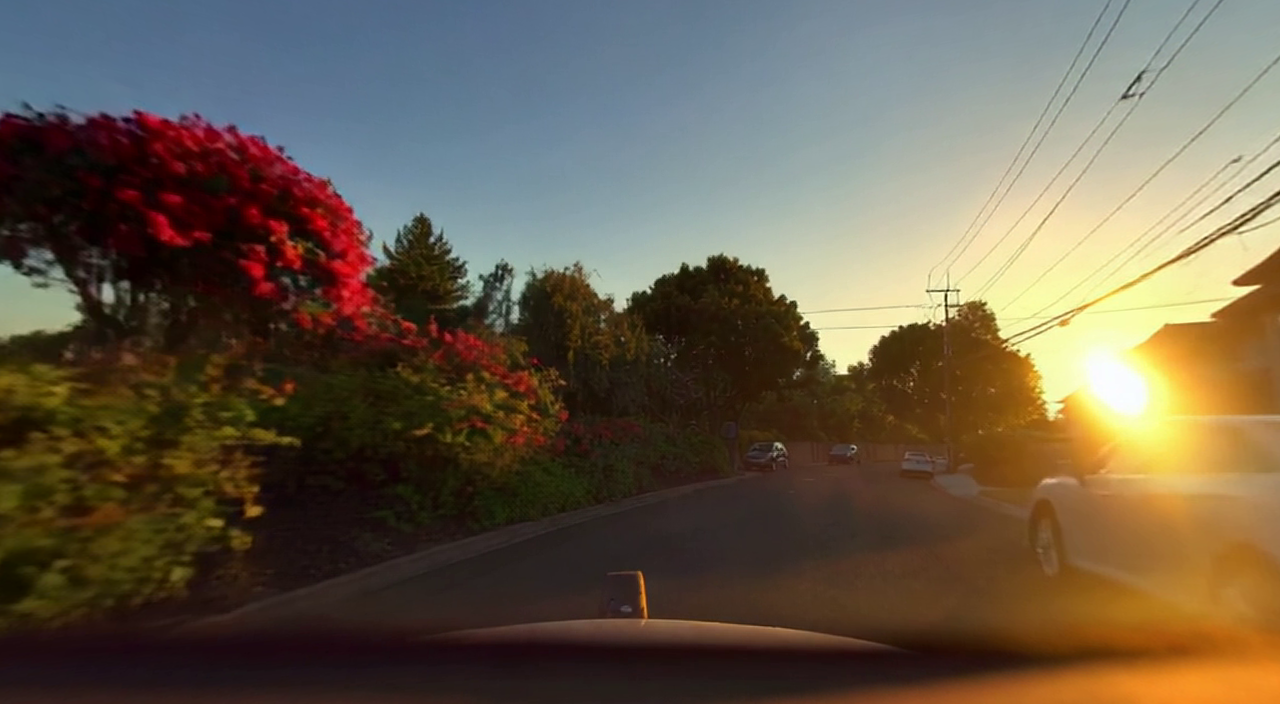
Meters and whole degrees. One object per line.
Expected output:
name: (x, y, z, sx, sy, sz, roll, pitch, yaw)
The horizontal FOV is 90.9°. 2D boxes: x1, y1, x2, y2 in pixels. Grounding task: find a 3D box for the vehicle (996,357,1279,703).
vehicle: (4.661, 1.174, 4.328, 2.311, 1.909, 5.570, -2, -9, 13)
